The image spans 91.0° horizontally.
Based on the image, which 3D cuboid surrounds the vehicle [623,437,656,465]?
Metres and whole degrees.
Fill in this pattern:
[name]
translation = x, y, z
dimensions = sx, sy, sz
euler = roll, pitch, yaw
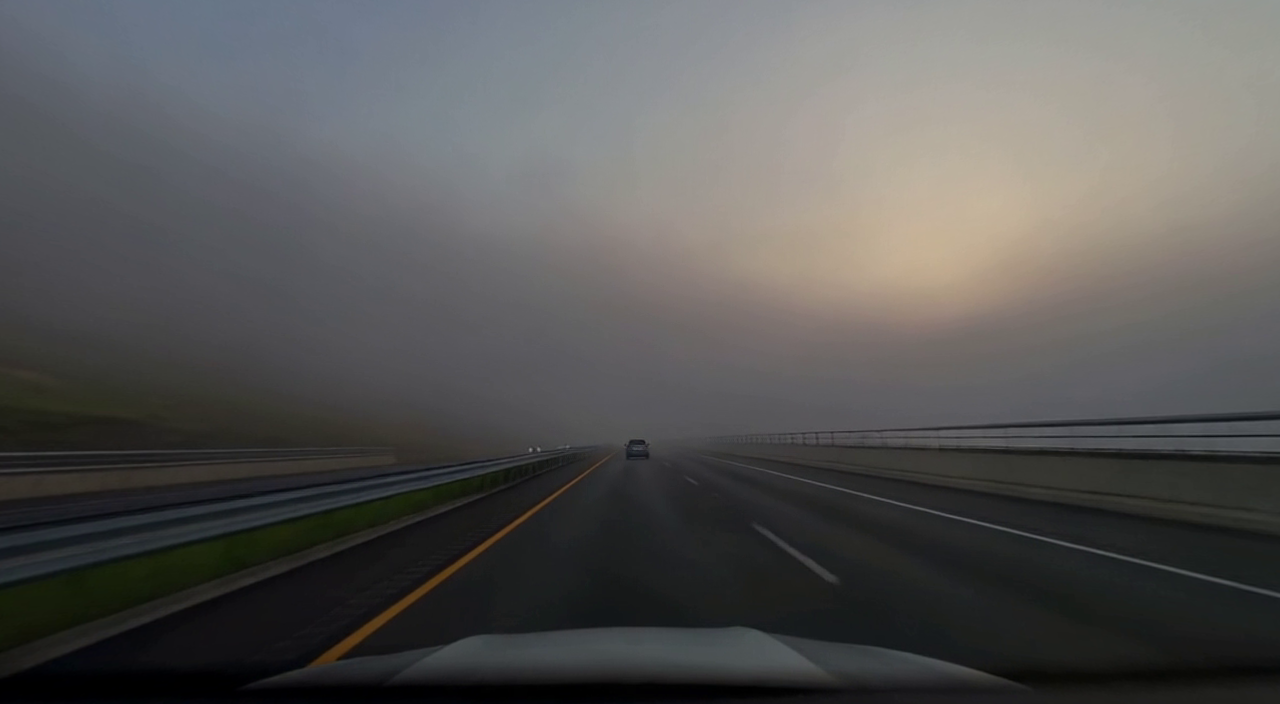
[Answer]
[vehicle]
translation = -0.060, 6.554, 41.779
dimensions = 2.059, 1.696, 4.165
euler = 0, -8, 0
